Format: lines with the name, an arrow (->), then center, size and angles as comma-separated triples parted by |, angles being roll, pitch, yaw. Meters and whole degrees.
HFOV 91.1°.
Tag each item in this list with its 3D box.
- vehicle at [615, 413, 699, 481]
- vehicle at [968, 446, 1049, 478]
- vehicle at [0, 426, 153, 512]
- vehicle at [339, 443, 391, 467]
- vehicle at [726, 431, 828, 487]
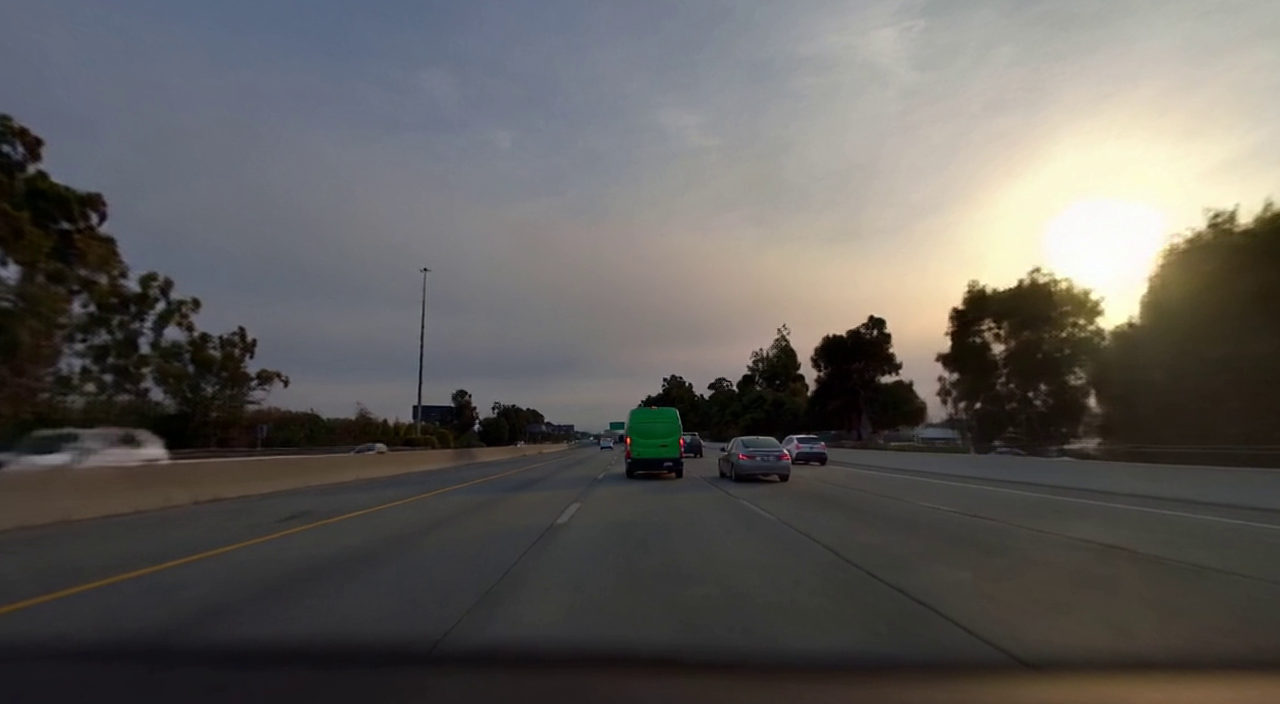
vehicle -> 0.416, 3.361, 22.257 | 2.546, 2.087, 5.404 | 0, -8, -3
vehicle -> 17.579, 5.249, 30.163 | 1.670, 1.402, 3.595 | 0, -8, -1
vehicle -> -13.098, 2.389, 13.068 | 2.055, 1.604, 4.852 | 0, -8, -1
vehicle -> -20.626, 7.704, 47.264 | 1.971, 1.673, 4.180 | -1, -8, 0
vehicle -> 3.976, 3.176, 18.941 | 2.099, 1.510, 3.784 | 0, -8, -2
